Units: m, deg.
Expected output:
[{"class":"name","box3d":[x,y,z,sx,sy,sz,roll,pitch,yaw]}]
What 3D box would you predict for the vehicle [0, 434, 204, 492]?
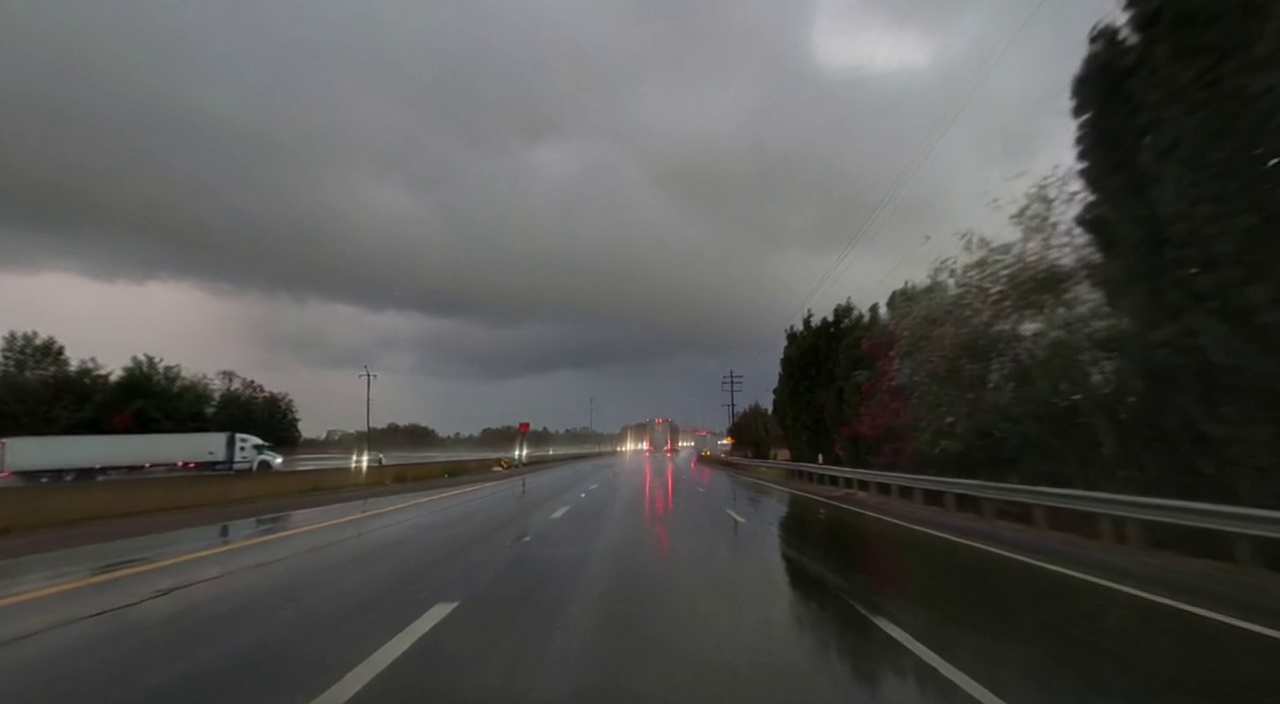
[{"class":"vehicle","box3d":[-42.424,8.466,48.655,3.082,3.896,14.770,-4,-10,22]}]
